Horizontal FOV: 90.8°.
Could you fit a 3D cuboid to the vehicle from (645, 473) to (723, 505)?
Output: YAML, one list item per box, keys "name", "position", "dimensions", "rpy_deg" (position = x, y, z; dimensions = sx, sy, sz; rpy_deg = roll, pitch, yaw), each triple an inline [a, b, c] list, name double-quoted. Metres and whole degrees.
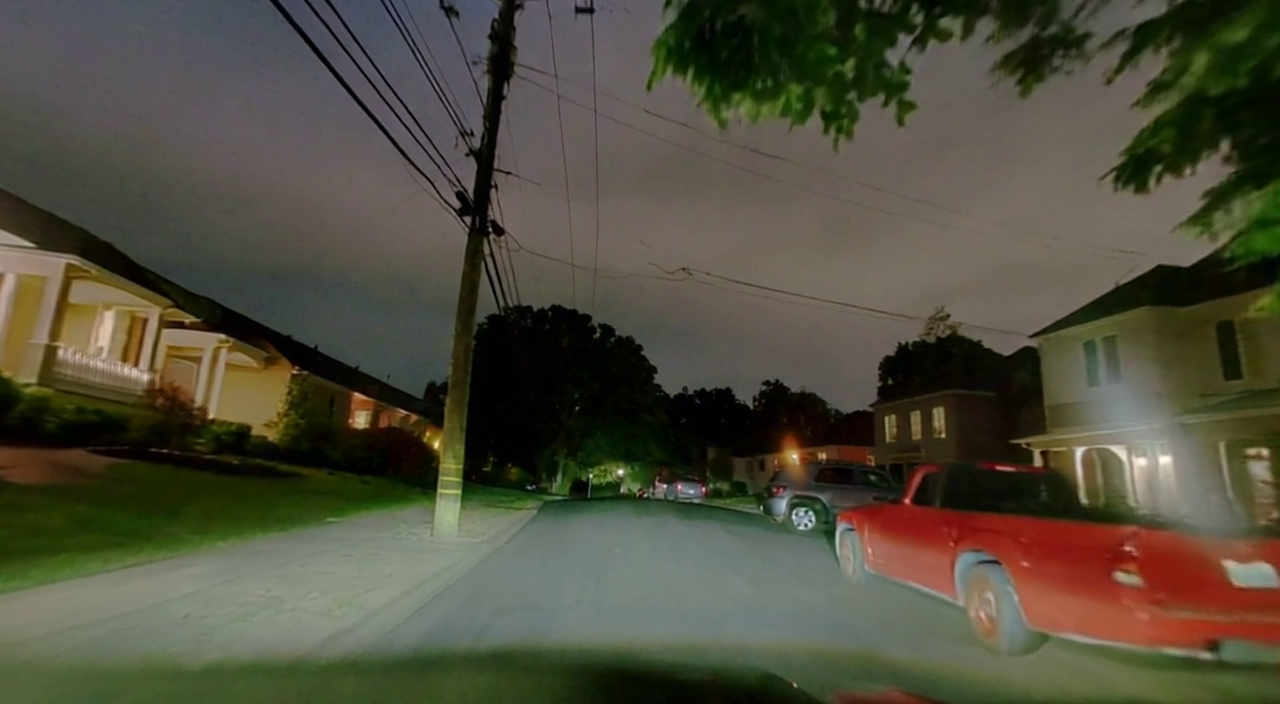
- name: "vehicle"
  position: [2.661, 8.370, 38.678]
  dimensions: [4.413, 1.728, 1.869]
  rpy_deg: [1, -9, -9]

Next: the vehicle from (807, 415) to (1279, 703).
- name: "vehicle"
  position: [3.241, 1.418, 5.091]
  dimensions: [2.133, 1.566, 4.737]
  rpy_deg: [1, -9, -5]
